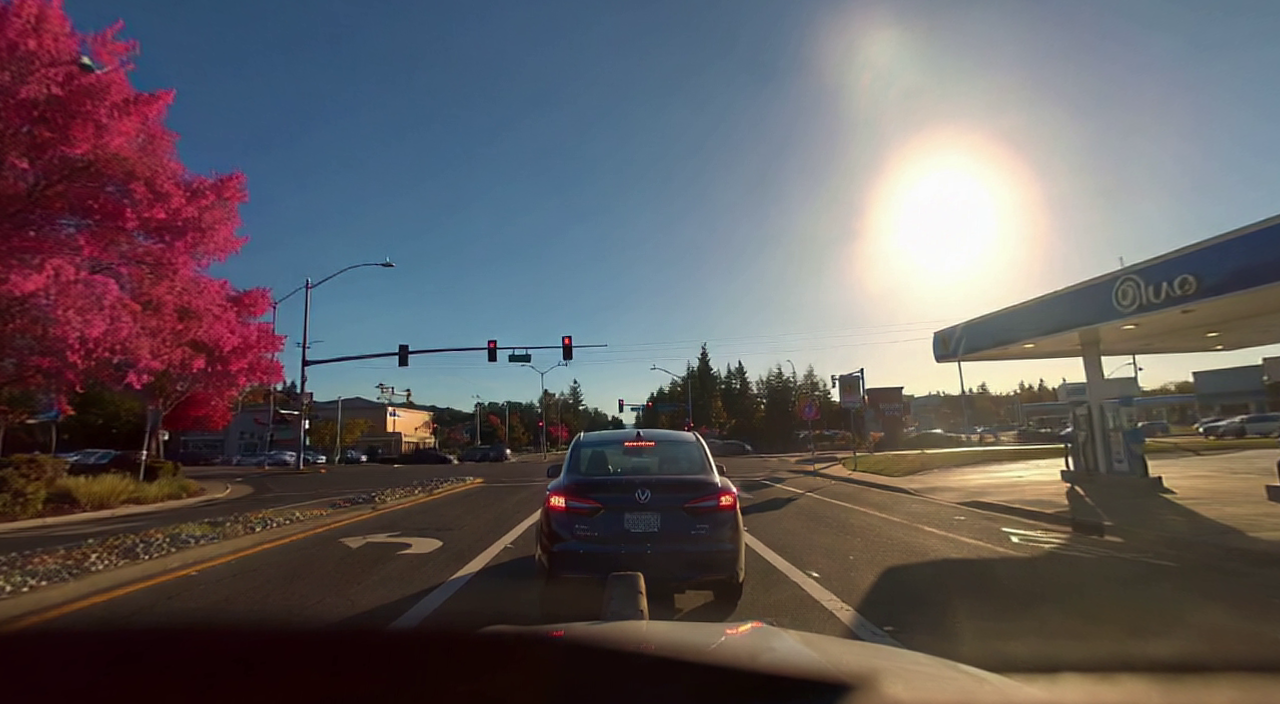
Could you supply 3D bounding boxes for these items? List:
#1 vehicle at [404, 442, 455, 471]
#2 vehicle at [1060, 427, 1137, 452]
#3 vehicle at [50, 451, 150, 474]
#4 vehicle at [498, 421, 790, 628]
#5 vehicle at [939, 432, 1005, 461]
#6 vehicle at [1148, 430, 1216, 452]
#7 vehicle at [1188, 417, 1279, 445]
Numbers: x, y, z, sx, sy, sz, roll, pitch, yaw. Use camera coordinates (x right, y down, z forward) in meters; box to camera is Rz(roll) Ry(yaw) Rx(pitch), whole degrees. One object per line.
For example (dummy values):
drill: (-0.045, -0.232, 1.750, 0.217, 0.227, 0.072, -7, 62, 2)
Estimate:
vehicle: (-14.598, 7.178, 43.594, 2.019, 1.867, 4.660, 6, -10, -35)
vehicle: (34.762, 6.646, 47.830, 4.294, 1.557, 1.744, -4, -8, 1)
vehicle: (-37.477, 7.647, 43.904, 1.889, 1.455, 4.813, -4, -9, 25)
vehicle: (0.017, 1.556, 6.673, 2.112, 1.482, 4.057, 0, -8, 0)
vehicle: (18.404, 5.237, 34.842, 2.053, 1.495, 4.091, -8, -12, 44)
vehicle: (40.965, 6.717, 47.672, 3.573, 1.432, 1.604, -3, -8, 2)
vehicle: (36.339, 4.858, 38.485, 1.848, 1.581, 4.475, 0, -8, 2)
